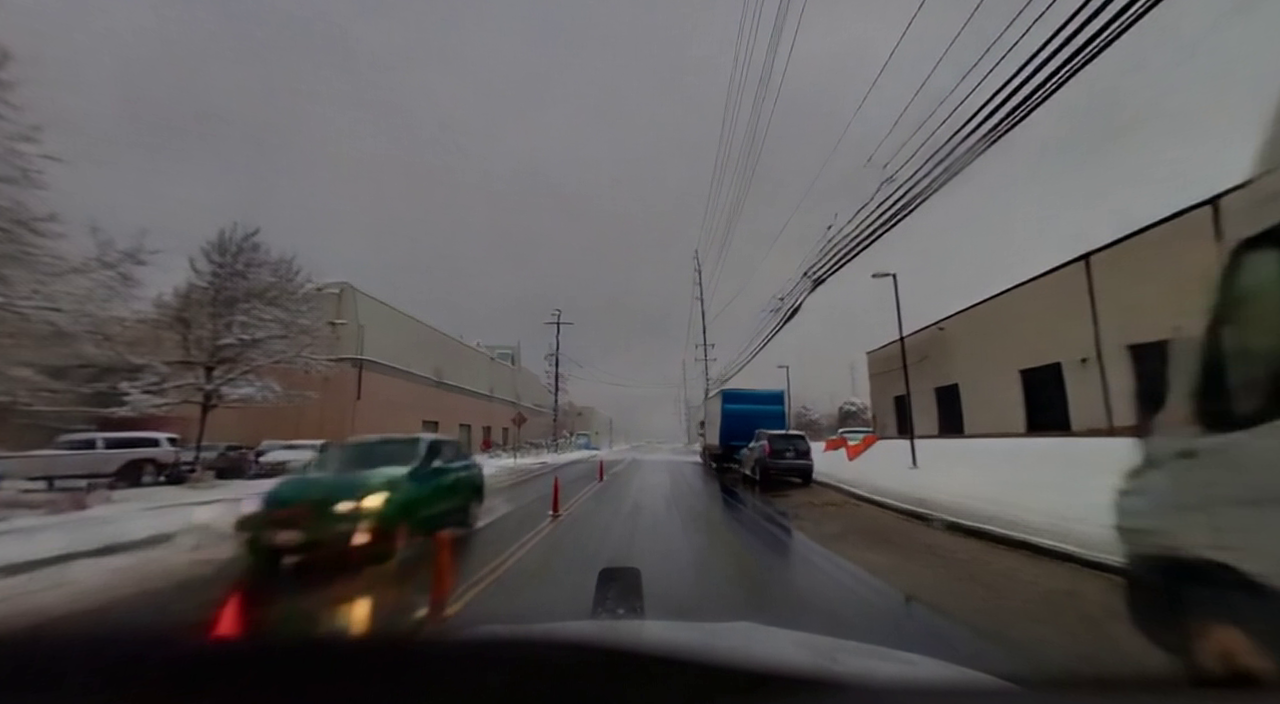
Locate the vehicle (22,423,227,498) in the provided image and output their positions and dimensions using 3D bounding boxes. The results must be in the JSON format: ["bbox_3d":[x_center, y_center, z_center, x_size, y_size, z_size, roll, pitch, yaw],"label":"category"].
[{"bbox_3d":[-16.344,3.519,20.598,2.150,1.999,5.425,3,-9,-2],"label":"vehicle"}]

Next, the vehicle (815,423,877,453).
[{"bbox_3d":[12.429,5.254,38.502,1.913,1.672,4.770,0,-8,-3],"label":"vehicle"}]

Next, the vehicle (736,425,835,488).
[{"bbox_3d":[4.316,3.182,19.546,1.892,1.696,4.332,0,-8,-2],"label":"vehicle"}]

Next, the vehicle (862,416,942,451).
[{"bbox_3d":[20.274,6.316,49.082,5.359,2.321,2.243,2,-7,9],"label":"vehicle"}]

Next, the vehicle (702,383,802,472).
[{"bbox_3d":[4.486,3.342,27.105,3.058,3.269,7.674,0,-9,2],"label":"vehicle"}]

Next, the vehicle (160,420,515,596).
[{"bbox_3d":[-3.043,1.661,7.695,1.988,1.479,4.485,-1,-8,2],"label":"vehicle"}]
